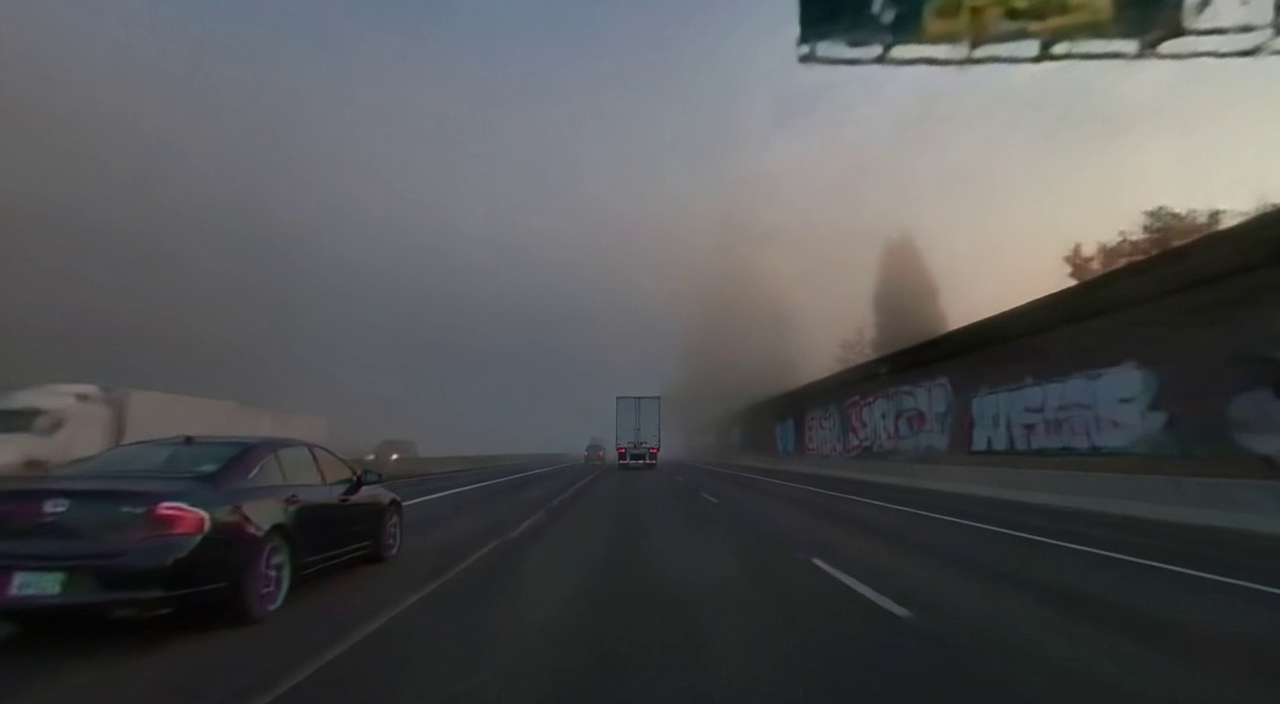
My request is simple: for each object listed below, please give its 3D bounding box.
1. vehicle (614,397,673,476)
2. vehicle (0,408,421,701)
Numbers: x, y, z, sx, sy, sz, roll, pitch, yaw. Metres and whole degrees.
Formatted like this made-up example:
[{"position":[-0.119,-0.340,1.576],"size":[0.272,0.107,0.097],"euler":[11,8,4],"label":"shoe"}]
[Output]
[{"position":[-0.002,5.147,37.635],"size":[3.042,4.023,10.832],"euler":[0,-9,-2],"label":"vehicle"},{"position":[-3.713,1.392,5.410],"size":[2.158,1.538,4.047],"euler":[0,-9,0],"label":"vehicle"}]
